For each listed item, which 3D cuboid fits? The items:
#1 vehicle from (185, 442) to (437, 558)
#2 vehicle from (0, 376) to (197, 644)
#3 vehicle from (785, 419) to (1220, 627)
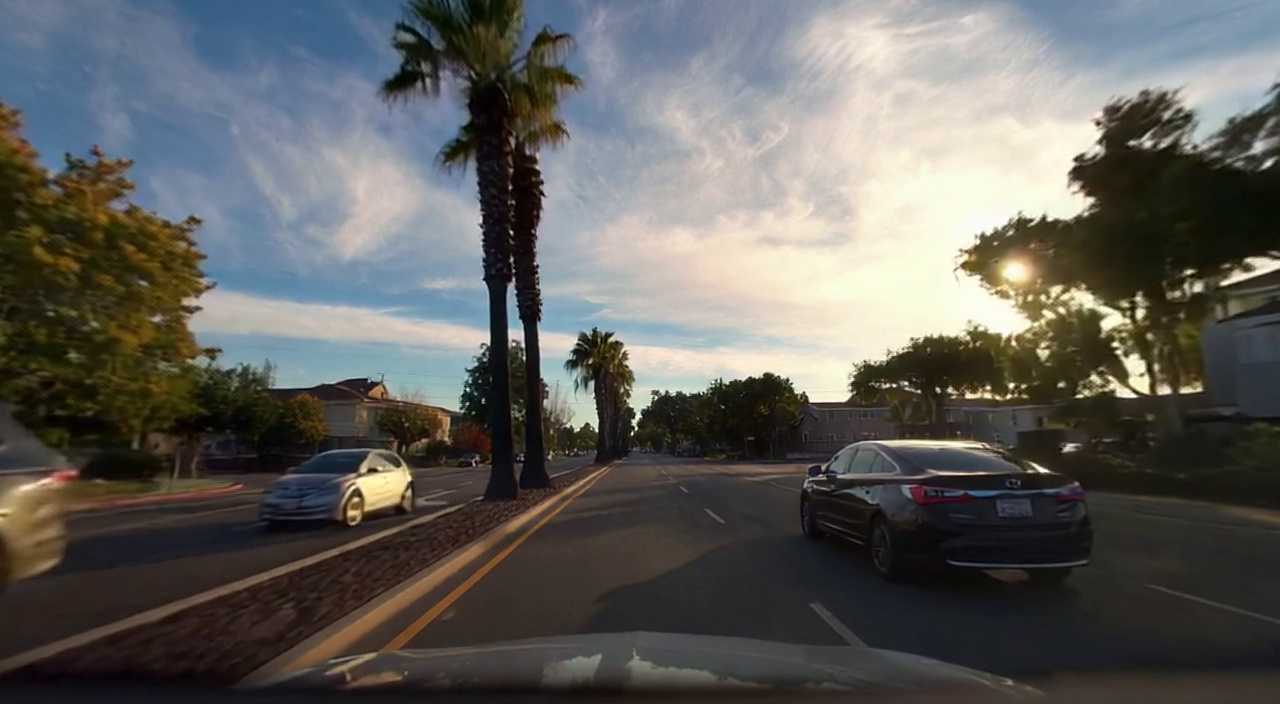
[{"bbox_3d":[-4.837,2.197,10.154,1.798,1.441,4.309,0,-9,-1],"label":"vehicle"},{"bbox_3d":[-5.185,0.911,3.313,1.917,1.756,5.264,0,-9,-1],"label":"vehicle"},{"bbox_3d":[3.187,1.608,6.996,1.989,1.492,4.689,0,-9,-1],"label":"vehicle"}]
